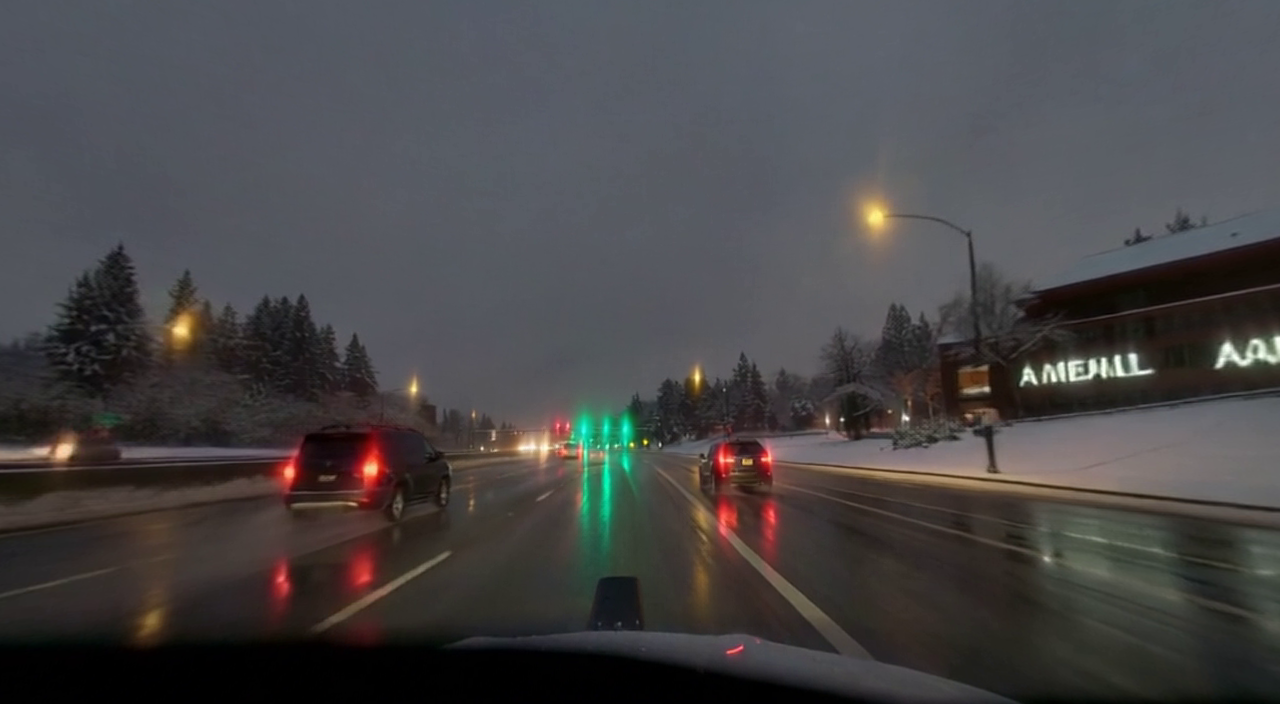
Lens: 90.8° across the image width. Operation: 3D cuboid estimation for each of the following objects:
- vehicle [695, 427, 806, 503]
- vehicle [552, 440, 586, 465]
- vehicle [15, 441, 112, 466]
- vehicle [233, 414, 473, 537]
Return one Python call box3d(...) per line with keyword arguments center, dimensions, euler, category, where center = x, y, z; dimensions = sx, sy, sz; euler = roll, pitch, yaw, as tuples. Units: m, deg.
box3d(center=(2.672, 2.861, 16.409), dimensions=(1.997, 1.686, 4.247), euler=(0, -8, -2), category="vehicle")
box3d(center=(-5.268, 7.571, 47.675), dimensions=(2.160, 1.794, 4.646), euler=(0, -8, -2), category="vehicle")
box3d(center=(-35.186, 6.183, 38.733), dimensions=(1.825, 1.450, 4.300), euler=(0, -8, 1), category="vehicle")
box3d(center=(-4.804, 2.144, 11.607), dimensions=(2.176, 1.779, 4.755), euler=(0, -8, 0), category="vehicle")
